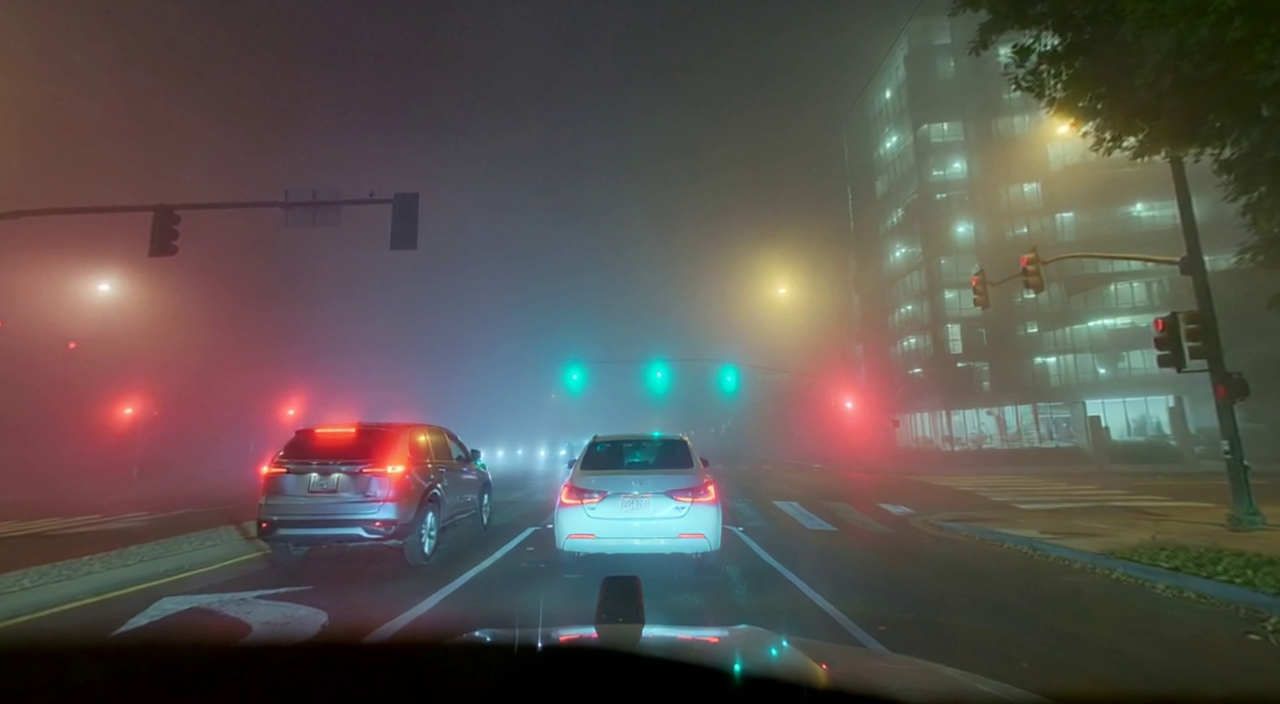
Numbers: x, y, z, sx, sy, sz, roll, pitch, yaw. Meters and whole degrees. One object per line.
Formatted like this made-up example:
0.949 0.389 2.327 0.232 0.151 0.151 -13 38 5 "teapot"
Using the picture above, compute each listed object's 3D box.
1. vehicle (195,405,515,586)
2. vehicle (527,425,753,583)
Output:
-3.179 1.699 8.336 2.081 1.719 4.434 0 -8 1 "vehicle"
0.017 1.767 8.138 2.190 1.522 3.850 0 -8 1 "vehicle"
